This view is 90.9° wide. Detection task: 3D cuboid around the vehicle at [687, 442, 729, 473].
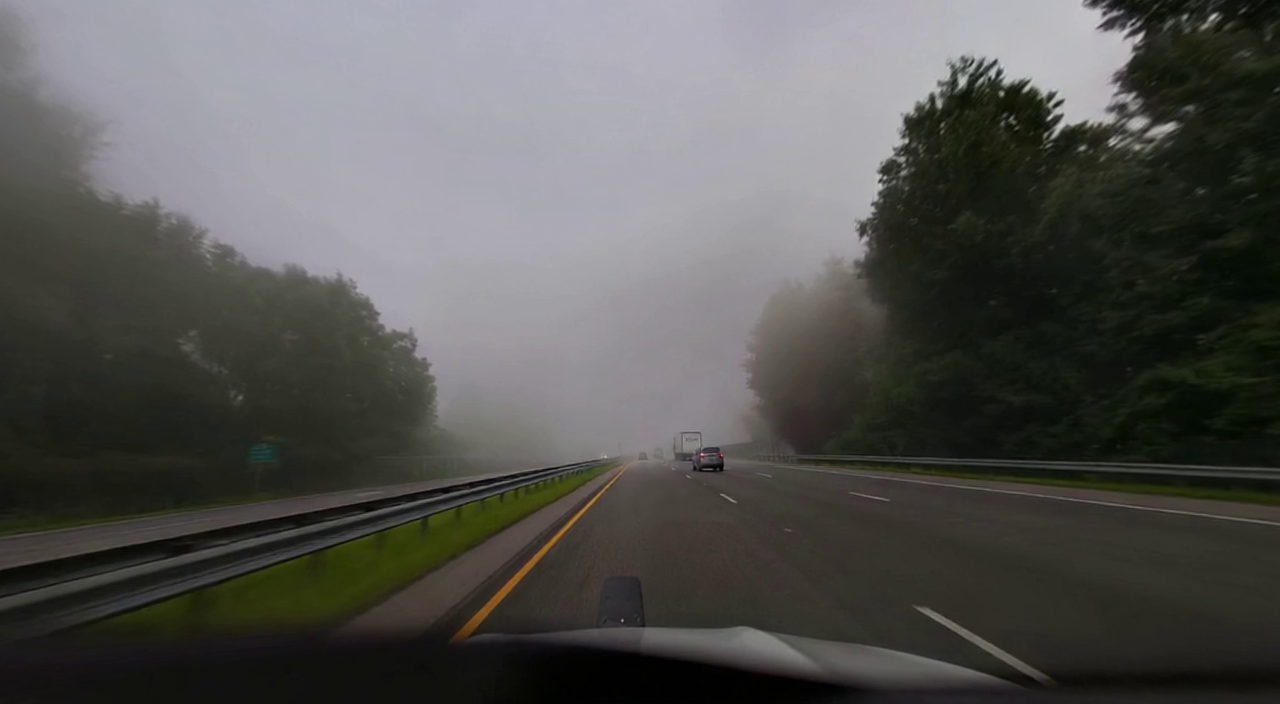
[{"bbox_3d":[4.113,6.510,38.957,2.093,1.742,4.167,0,-9,-1],"label":"vehicle"}]
